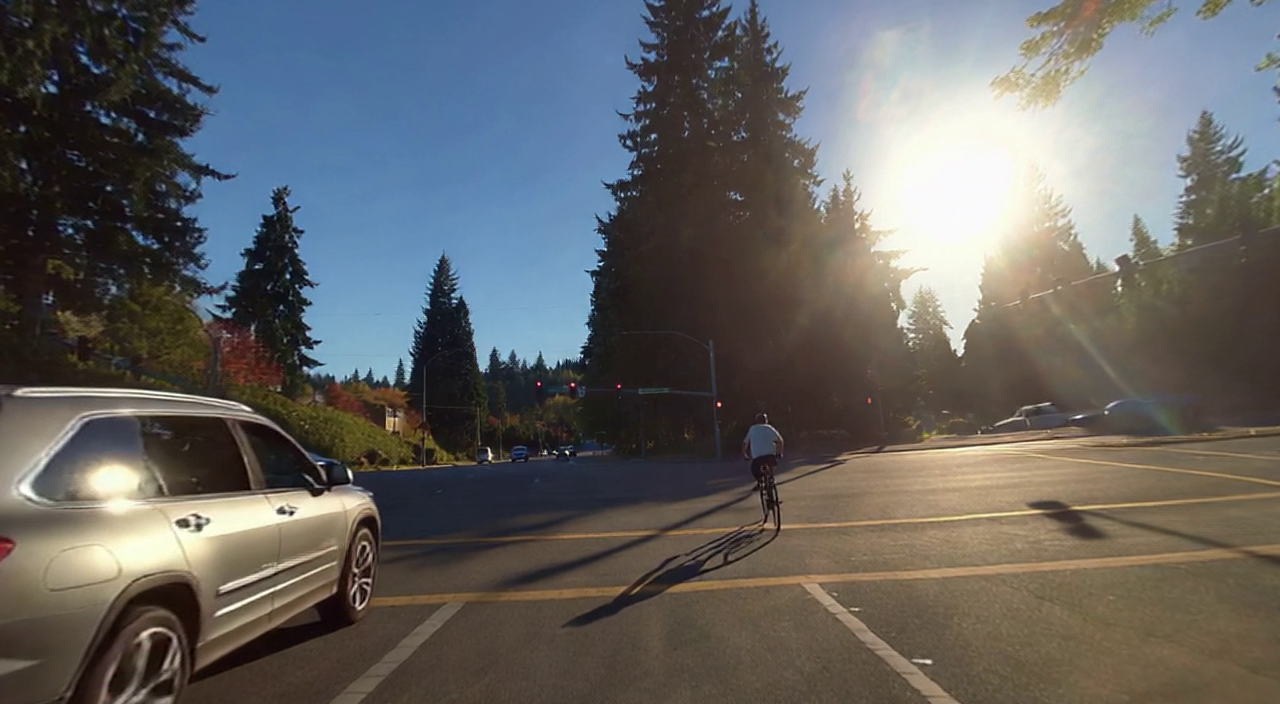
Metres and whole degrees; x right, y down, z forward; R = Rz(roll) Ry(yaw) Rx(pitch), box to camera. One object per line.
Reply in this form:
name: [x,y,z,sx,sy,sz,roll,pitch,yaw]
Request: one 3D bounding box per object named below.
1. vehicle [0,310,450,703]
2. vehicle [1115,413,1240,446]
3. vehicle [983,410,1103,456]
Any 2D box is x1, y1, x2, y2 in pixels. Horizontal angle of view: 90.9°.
vehicle: [-2.971,1.065,4.026,2.049,1.756,4.602,0,-8,0]
vehicle: [25.749,3.743,30.249,4.716,1.507,1.904,2,-9,-11]
vehicle: [18.579,3.762,29.154,4.237,1.948,1.997,0,-9,-9]
